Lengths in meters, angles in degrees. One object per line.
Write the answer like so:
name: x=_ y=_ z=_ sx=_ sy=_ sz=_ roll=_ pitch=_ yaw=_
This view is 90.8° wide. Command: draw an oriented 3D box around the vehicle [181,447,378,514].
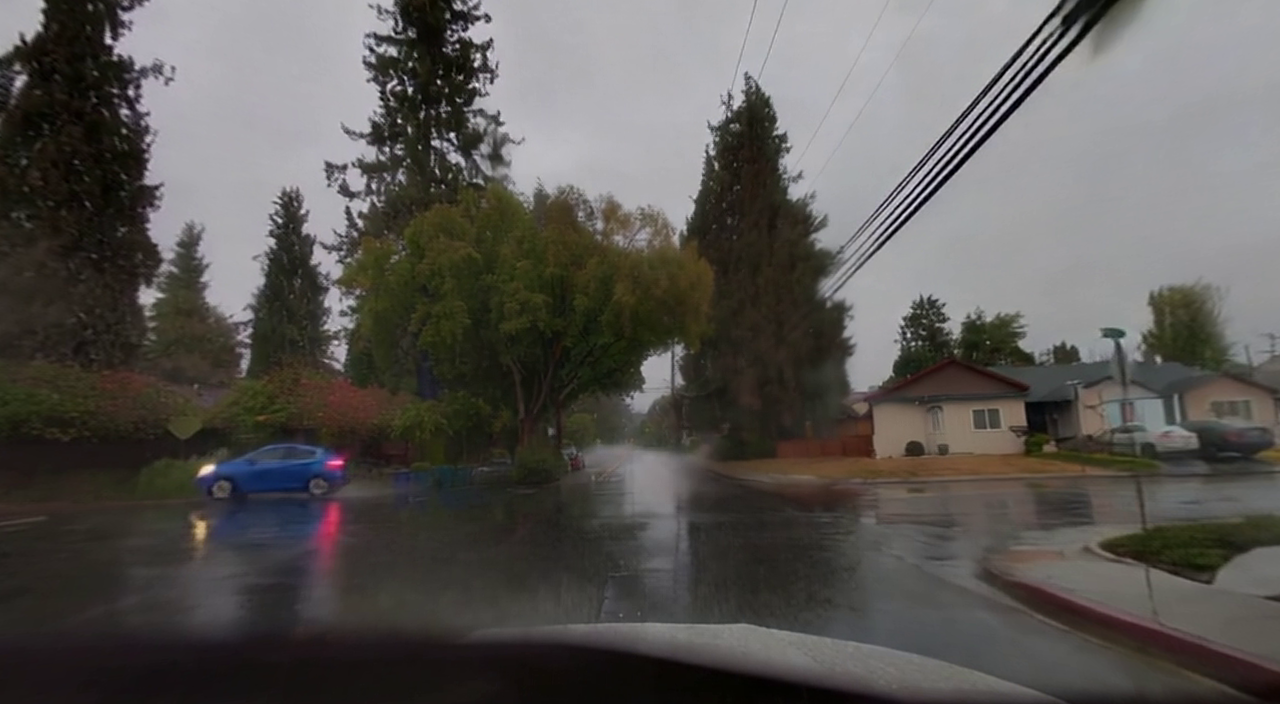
vehicle: x=-9.961 y=3.466 z=17.639 sx=4.396 sy=1.596 sz=1.988 roll=6 pitch=-11 yaw=-38

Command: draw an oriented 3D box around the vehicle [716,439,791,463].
vehicle: x=7.959 y=6.959 z=44.506 sx=4.784 sy=1.647 sz=1.947 roll=0 pitch=-8 yaw=-4
